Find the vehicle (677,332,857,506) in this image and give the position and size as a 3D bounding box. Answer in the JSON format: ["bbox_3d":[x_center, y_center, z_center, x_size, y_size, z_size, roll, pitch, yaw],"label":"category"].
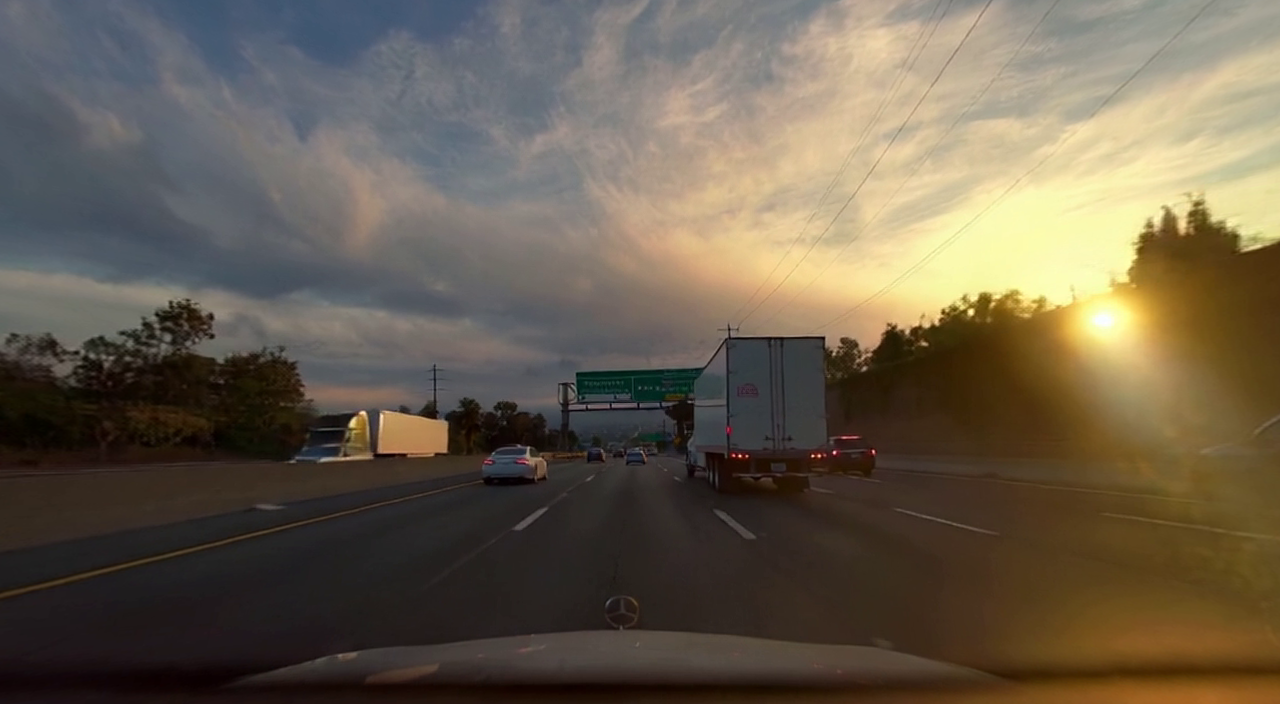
[{"bbox_3d":[3.453,2.726,22.955,2.907,4.109,16.177,0,-8,-1],"label":"vehicle"}]

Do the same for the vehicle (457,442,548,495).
[{"bbox_3d":[-4.271,3.644,20.163,1.968,1.507,3.829,0,-8,1],"label":"vehicle"}]

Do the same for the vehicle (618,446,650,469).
[{"bbox_3d":[-0.355,7.079,42.423,2.047,1.485,3.938,0,-8,1],"label":"vehicle"}]

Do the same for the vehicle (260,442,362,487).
[{"bbox_3d":[-11.541,3.928,22.323,1.670,1.451,3.565,0,-8,0],"label":"vehicle"}]

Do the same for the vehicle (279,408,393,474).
[{"bbox_3d":[-18.767,5.618,39.617,3.017,3.721,8.231,0,-8,0],"label":"vehicle"}]
